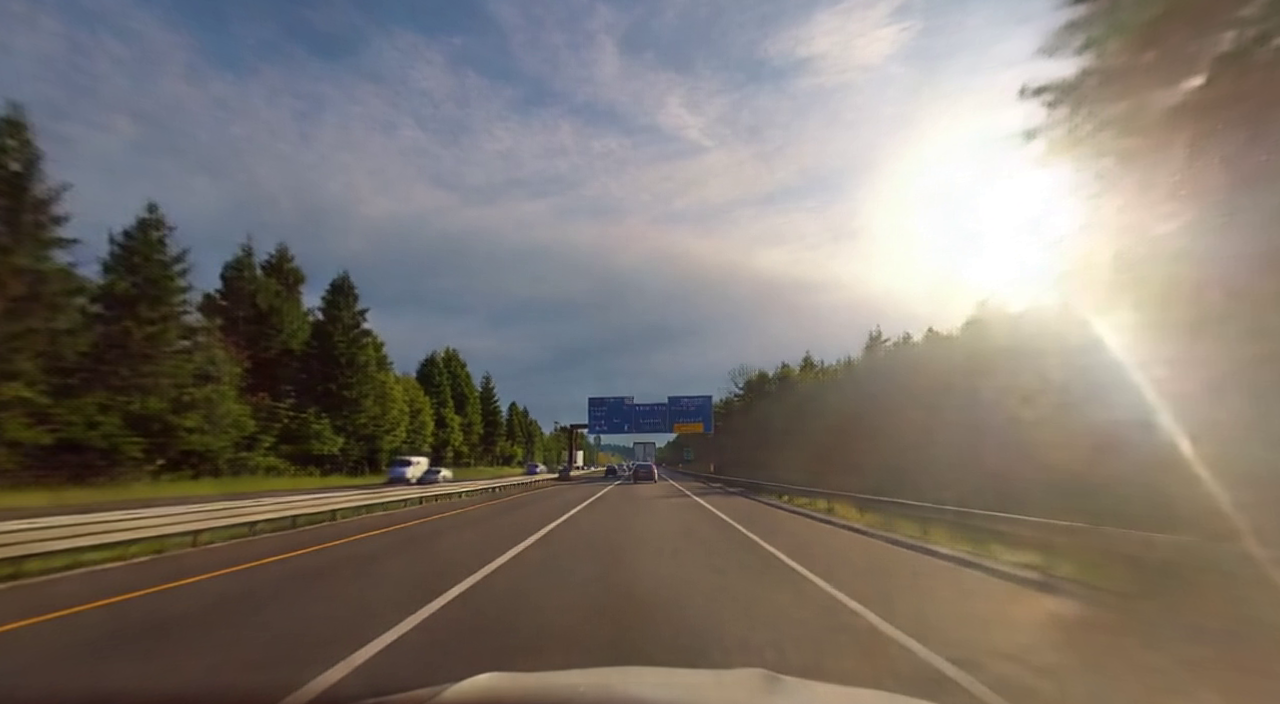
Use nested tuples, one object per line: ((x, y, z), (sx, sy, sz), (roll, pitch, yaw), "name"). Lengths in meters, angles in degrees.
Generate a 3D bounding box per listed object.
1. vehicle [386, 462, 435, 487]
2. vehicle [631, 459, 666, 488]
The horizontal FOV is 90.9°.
((-15.838, 8.478, 43.677), (1.823, 1.554, 3.847), (0, -10, 2), "vehicle")
((0.473, 7.463, 38.838), (2.048, 1.663, 4.377), (1, -10, 0), "vehicle")
